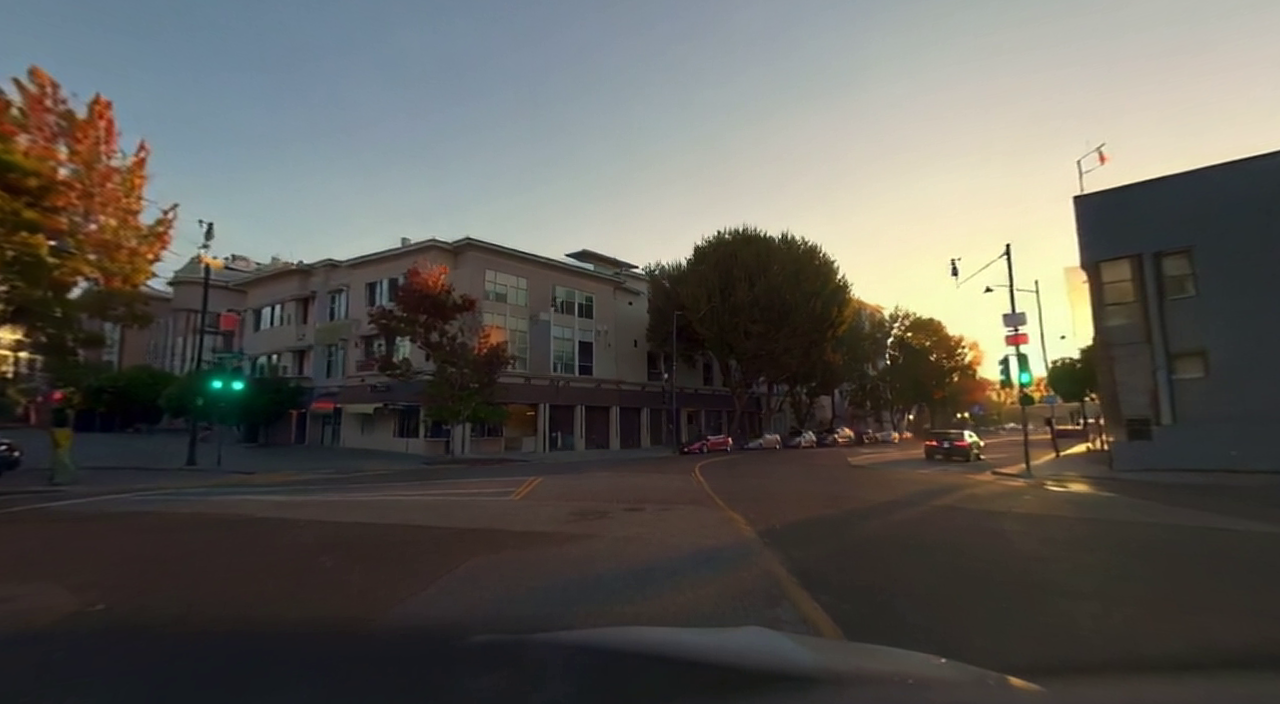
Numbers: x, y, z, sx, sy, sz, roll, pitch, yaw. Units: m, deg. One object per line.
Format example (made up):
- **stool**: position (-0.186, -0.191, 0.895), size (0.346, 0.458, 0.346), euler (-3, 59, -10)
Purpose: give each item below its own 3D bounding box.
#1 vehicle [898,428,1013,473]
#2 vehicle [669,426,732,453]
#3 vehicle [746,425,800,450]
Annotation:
- **vehicle**: position (11.577, 3.651, 23.565), size (2.148, 1.488, 4.508), euler (0, -8, 3)
- **vehicle**: position (3.935, 5.675, 40.620), size (1.922, 1.628, 4.291), euler (-7, -10, 40)
- **vehicle**: position (8.248, 5.272, 38.779), size (1.852, 1.465, 4.092), euler (-5, -9, 32)
